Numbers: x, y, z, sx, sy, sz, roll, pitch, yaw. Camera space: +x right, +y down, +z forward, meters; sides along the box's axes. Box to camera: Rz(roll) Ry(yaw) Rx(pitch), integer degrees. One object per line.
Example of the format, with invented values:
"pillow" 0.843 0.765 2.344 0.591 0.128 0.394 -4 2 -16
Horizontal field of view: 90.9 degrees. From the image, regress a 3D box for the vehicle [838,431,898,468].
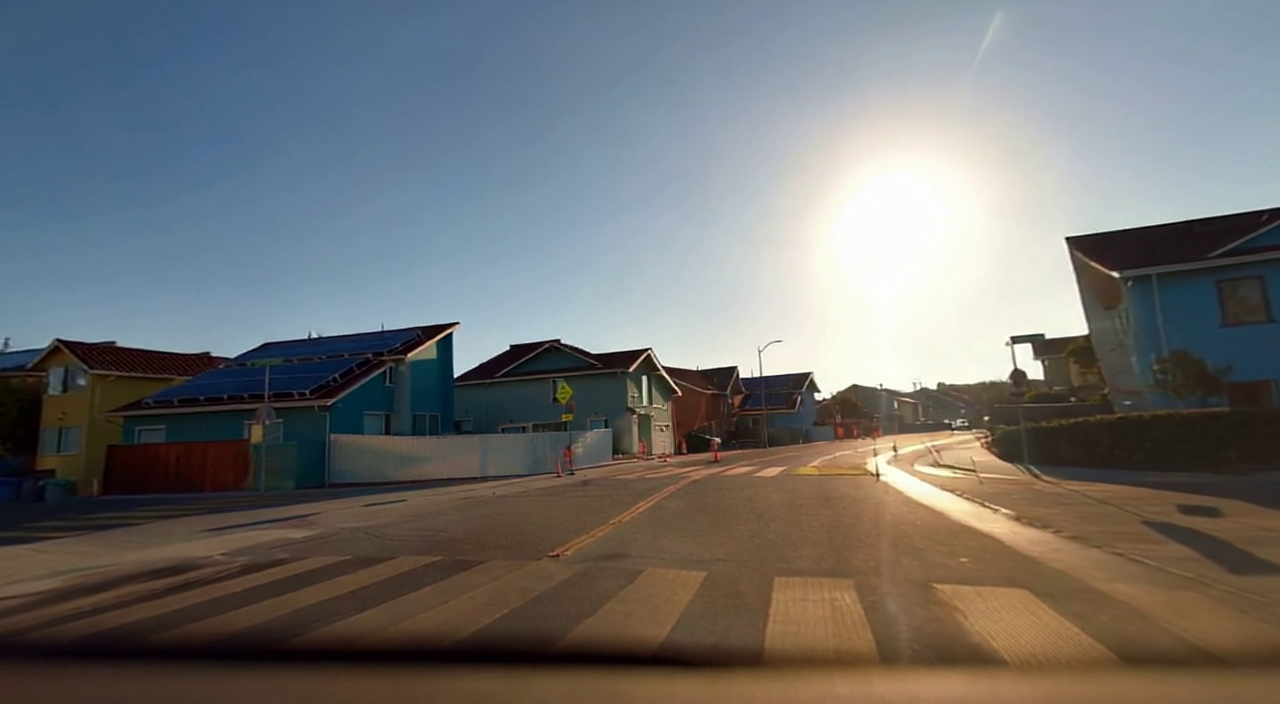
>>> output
"vehicle" 9.771 4.102 26.795 1.966 1.455 4.075 -4 -8 24
